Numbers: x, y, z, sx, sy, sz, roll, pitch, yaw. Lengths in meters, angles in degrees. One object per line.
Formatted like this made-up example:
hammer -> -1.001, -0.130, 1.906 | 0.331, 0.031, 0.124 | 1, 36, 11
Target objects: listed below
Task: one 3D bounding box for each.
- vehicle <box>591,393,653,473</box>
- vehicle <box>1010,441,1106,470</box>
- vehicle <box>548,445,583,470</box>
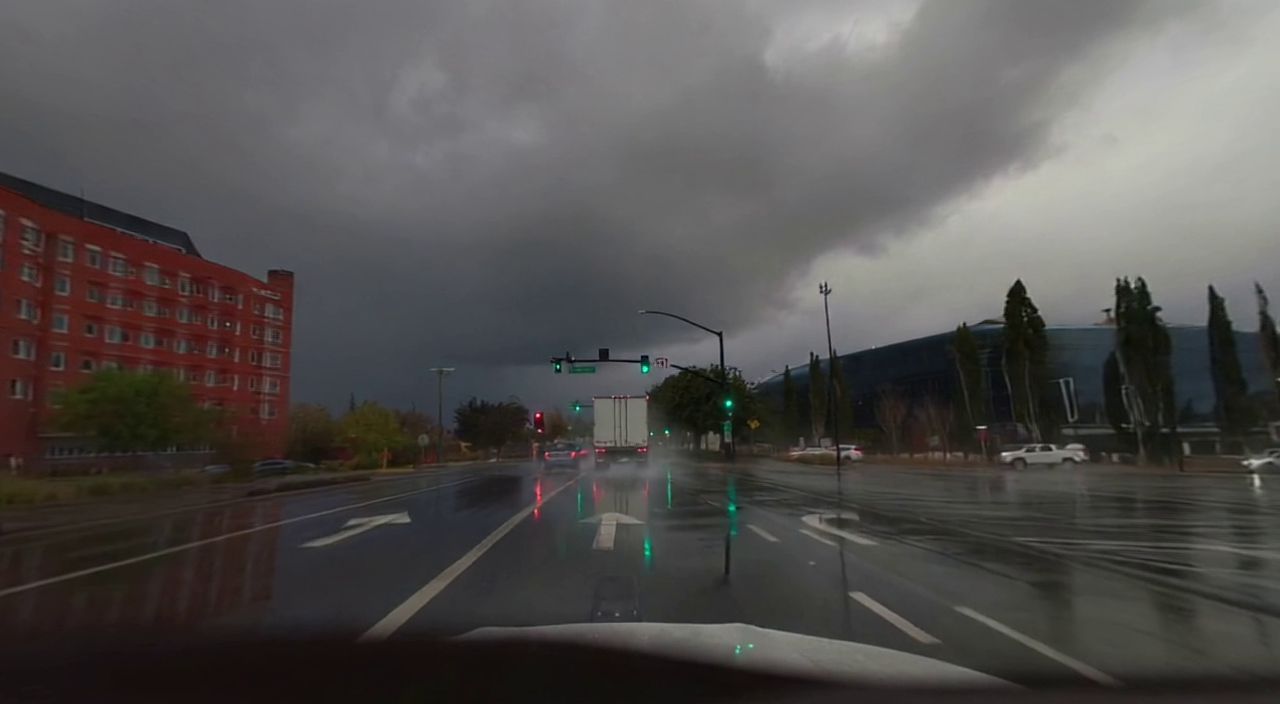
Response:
vehicle -> -0.978, 4.409, 34.204 | 2.876, 3.724, 9.351 | 0, -8, -2
vehicle -> 28.990, 7.153, 43.893 | 5.139, 1.889, 1.953 | -4, -8, 23
vehicle -> -4.787, 6.828, 40.905 | 1.917, 1.462, 3.878 | 0, -8, -1
